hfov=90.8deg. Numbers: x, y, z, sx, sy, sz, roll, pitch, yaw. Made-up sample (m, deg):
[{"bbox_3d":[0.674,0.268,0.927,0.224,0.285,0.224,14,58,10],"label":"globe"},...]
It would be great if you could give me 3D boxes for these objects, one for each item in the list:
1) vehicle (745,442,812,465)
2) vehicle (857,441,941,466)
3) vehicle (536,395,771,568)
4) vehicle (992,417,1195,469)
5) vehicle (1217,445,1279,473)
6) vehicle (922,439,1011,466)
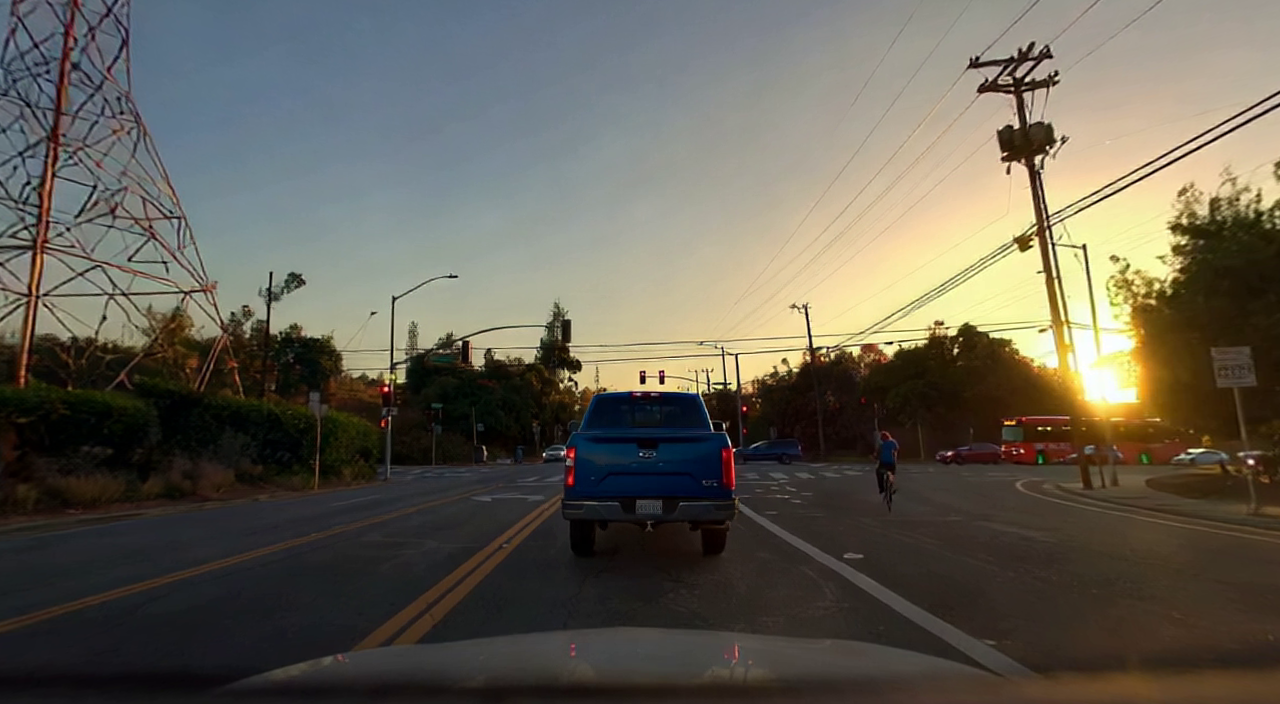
[{"bbox_3d":[10.219,7.478,46.608,4.560,1.592,1.956,-4,-9,19],"label":"vehicle"},{"bbox_3d":[16.818,6.610,41.211,4.578,1.490,1.935,-1,-8,3],"label":"vehicle"},{"bbox_3d":[0.111,1.899,10.139,2.707,1.964,5.485,0,-8,-1],"label":"vehicle"},{"bbox_3d":[29.368,5.965,41.252,10.726,3.128,3.003,-1,-8,1],"label":"vehicle"},{"bbox_3d":[41.371,6.972,41.269,5.426,1.728,1.999,0,-8,-2],"label":"vehicle"},{"bbox_3d":[23.412,7.208,45.431,5.235,1.878,2.107,0,-8,-2],"label":"vehicle"}]
